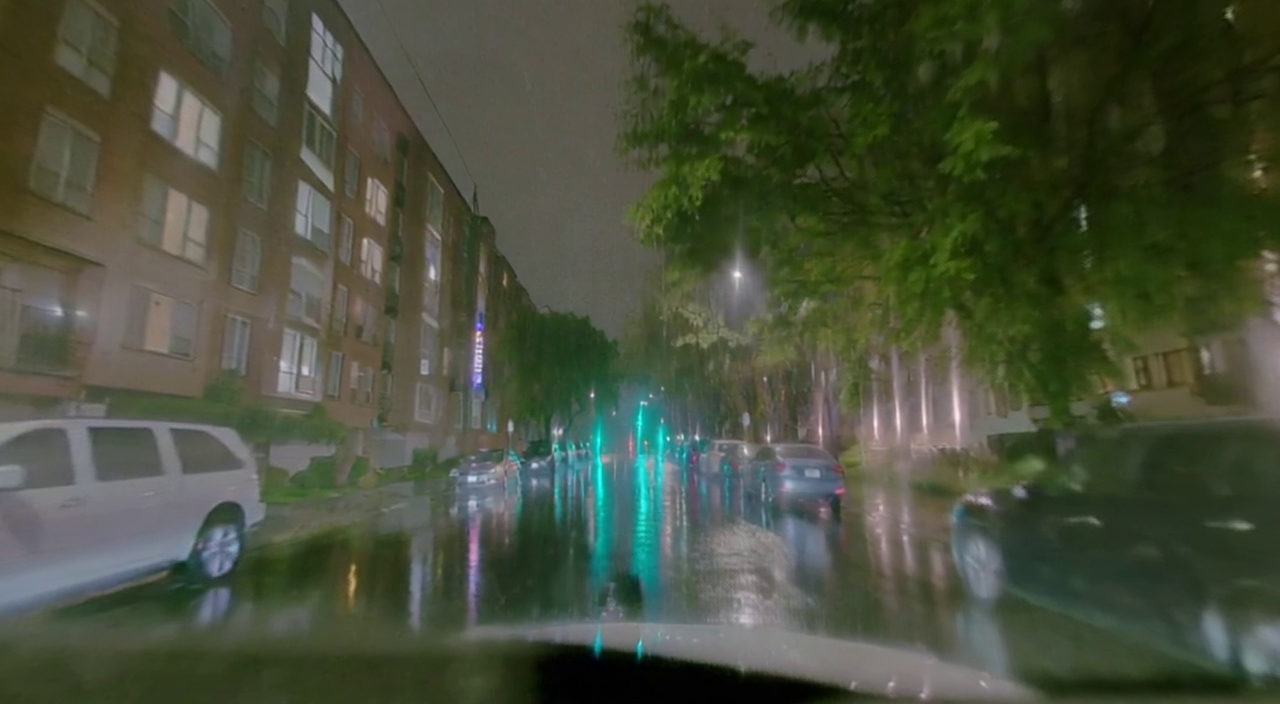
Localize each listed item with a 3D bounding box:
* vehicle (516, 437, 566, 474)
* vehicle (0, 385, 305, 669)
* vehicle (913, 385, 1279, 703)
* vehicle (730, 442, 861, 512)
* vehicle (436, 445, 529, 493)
[{"bbox_3d":[-5.449,5.743,35.356,2.069,1.881,4.697,0,-8,-1],"label":"vehicle"},{"bbox_3d":[-5.270,1.330,5.295,2.213,1.825,4.986,-1,-8,0],"label":"vehicle"},{"bbox_3d":[3.800,1.145,3.925,1.992,1.643,4.735,0,-8,-1],"label":"vehicle"},{"bbox_3d":[3.649,3.003,15.832,1.881,1.460,4.737,1,-8,-3],"label":"vehicle"},{"bbox_3d":[-5.313,3.987,21.994,2.080,1.458,4.511,-1,-8,0],"label":"vehicle"}]
